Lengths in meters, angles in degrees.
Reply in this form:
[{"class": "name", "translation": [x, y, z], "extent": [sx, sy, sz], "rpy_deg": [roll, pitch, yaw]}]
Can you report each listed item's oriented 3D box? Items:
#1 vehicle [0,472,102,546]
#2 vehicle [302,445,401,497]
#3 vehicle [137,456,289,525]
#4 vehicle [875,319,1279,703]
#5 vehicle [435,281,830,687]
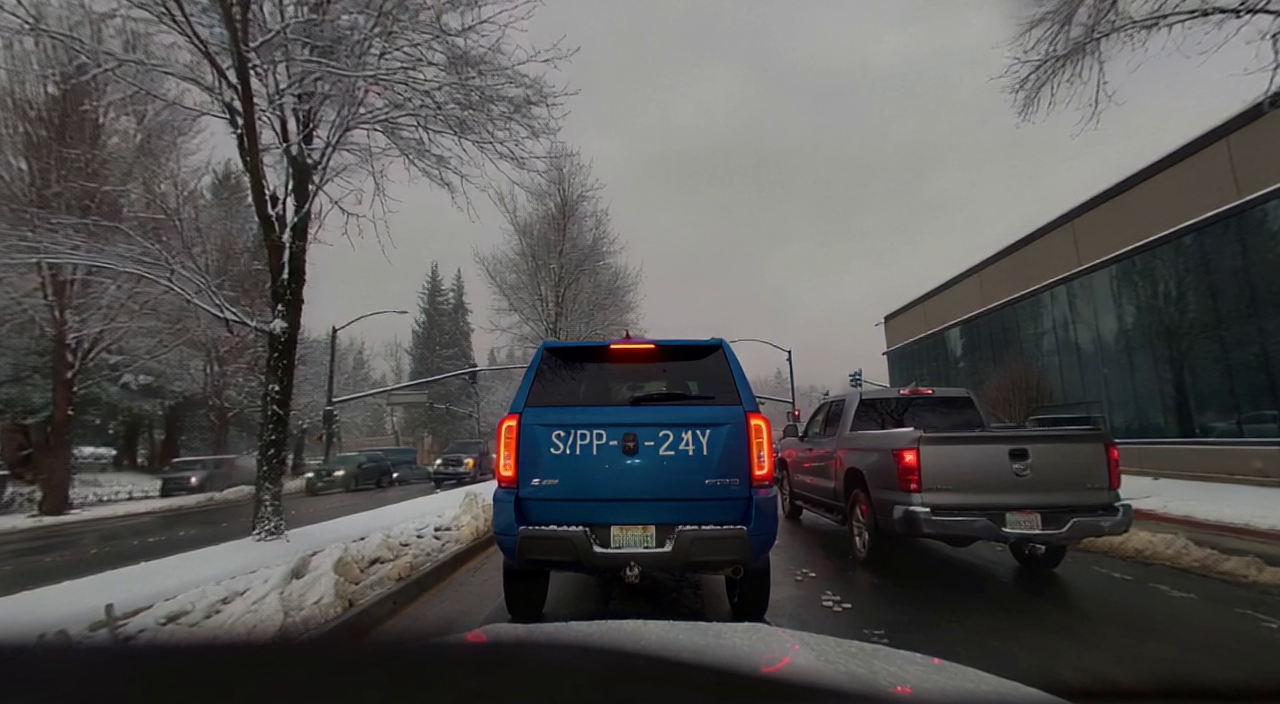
[{"class": "vehicle", "translation": [-17.068, 3.993, 15.928], "extent": [2.317, 1.711, 4.837], "rpy_deg": [-1, -9, 8]}, {"class": "vehicle", "translation": [-12.506, 5.148, 27.753], "extent": [2.111, 1.917, 4.758], "rpy_deg": [-4, -9, 1]}, {"class": "vehicle", "translation": [-16.220, 5.214, 24.374], "extent": [2.637, 2.293, 4.494], "rpy_deg": [0, -8, 0]}, {"class": "vehicle", "translation": [3.086, 0.986, 3.497], "extent": [2.022, 1.700, 4.410], "rpy_deg": [0, -8, 3]}, {"class": "vehicle", "translation": [0.013, 1.055, 5.942], "extent": [2.267, 2.372, 4.366], "rpy_deg": [0, -8, 2]}]
